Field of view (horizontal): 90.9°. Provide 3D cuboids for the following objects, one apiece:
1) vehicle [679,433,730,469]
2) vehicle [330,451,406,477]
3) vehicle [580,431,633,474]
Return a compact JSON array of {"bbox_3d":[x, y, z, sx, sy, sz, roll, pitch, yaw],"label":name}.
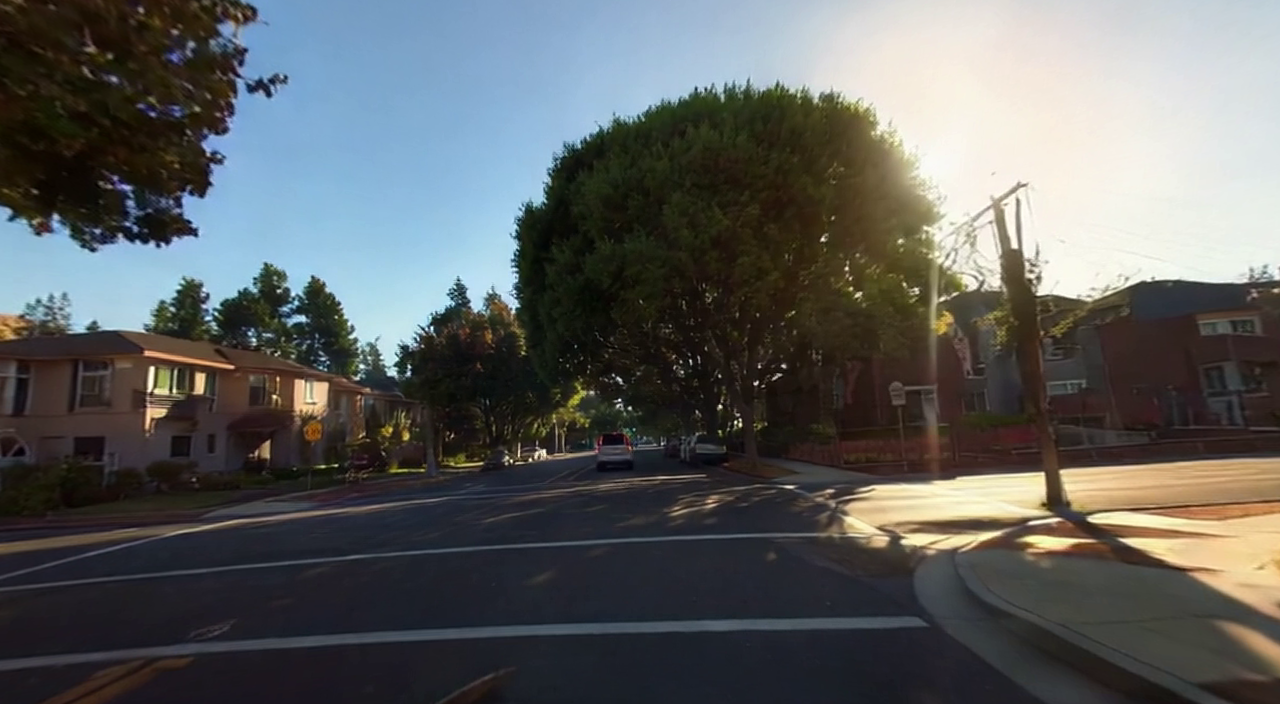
[{"bbox_3d":[3.099,4.860,31.074,1.987,1.608,3.883,0,-8,-2],"label":"vehicle"},{"bbox_3d":[-16.938,6.971,39.364,3.806,1.501,1.892,0,-9,1],"label":"vehicle"},{"bbox_3d":[-1.380,4.428,27.994,2.172,1.722,4.201,0,-8,0],"label":"vehicle"}]
